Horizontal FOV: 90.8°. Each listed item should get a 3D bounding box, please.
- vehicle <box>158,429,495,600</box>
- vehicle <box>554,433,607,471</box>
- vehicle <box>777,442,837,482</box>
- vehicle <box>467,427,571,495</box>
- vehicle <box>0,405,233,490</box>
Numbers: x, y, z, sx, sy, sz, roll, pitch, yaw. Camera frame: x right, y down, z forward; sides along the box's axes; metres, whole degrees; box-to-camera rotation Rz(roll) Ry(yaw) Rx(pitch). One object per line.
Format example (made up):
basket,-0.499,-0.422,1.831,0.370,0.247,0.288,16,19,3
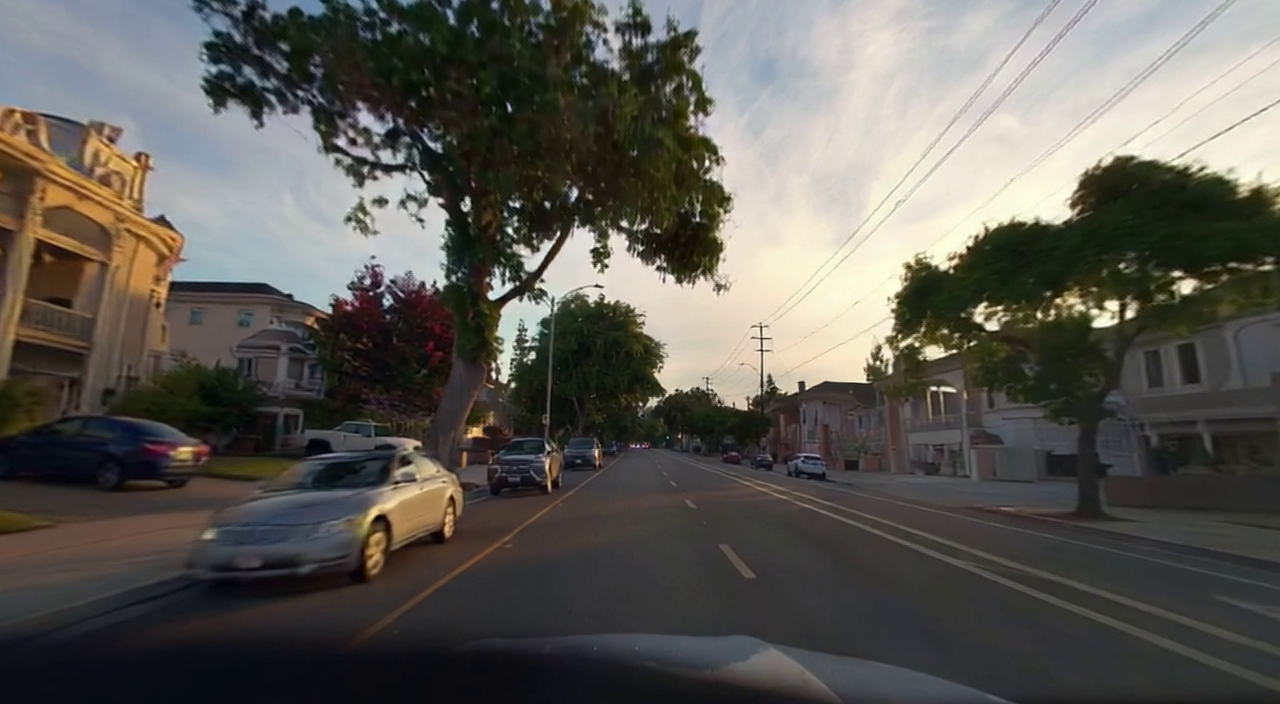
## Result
vehicle,-3.459,1.869,8.332,1.917,1.516,4.898,-2,-8,1
vehicle,-3.137,5.455,34.656,2.290,1.924,5.536,0,-8,1
vehicle,9.792,6.439,37.325,2.156,1.882,4.790,8,-8,2
vehicle,-3.420,3.221,18.964,2.127,1.737,4.961,0,-9,0
vehicle,-11.978,2.113,14.207,4.156,1.562,2.011,3,-8,0
